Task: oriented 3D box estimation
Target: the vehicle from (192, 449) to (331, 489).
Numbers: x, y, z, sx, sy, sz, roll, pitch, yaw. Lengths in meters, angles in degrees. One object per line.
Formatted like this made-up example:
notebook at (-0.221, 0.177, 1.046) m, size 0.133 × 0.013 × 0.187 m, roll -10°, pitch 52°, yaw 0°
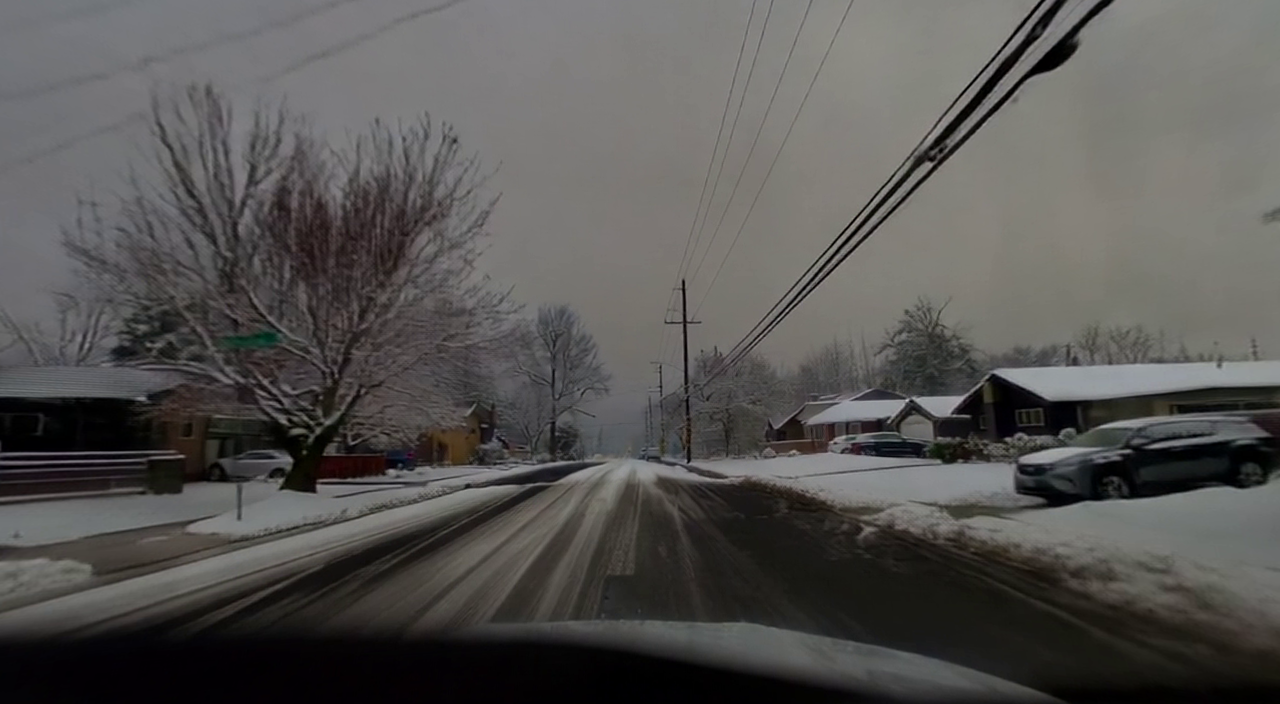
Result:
vehicle at (-14.862, 4.556, 24.986) m, size 4.477 × 1.449 × 1.922 m, roll 5°, pitch -10°, yaw -32°

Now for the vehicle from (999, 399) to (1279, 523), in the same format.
vehicle at (10.067, 2.101, 12.504) m, size 4.697 × 1.604 × 1.838 m, roll -8°, pitch -8°, yaw -4°

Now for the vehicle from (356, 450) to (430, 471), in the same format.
vehicle at (-17.800, 7.827, 45.626) m, size 4.519 × 1.426 × 1.903 m, roll 8°, pitch -12°, yaw -41°

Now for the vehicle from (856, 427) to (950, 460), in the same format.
vehicle at (15.260, 5.331, 36.822) m, size 4.562 × 1.832 × 1.987 m, roll 0°, pitch -9°, yaw -3°
